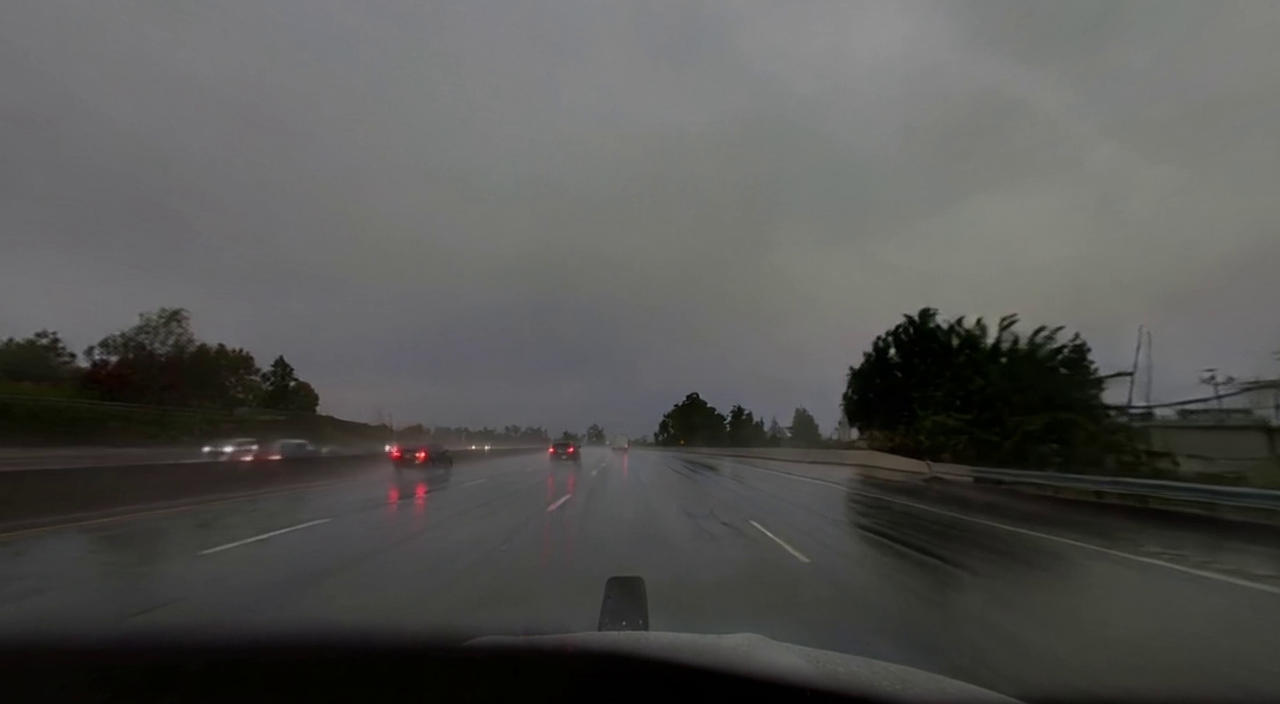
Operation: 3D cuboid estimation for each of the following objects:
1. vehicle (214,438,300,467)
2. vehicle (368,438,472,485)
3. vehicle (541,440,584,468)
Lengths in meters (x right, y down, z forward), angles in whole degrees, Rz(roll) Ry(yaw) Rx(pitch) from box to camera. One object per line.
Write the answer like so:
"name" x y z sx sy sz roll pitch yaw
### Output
"vehicle" -21.681 5.677 35.955 2.052 1.522 4.609 0 -8 -1
"vehicle" -7.626 3.829 22.434 2.038 1.463 4.656 0 -8 0
"vehicle" -4.246 5.689 35.323 1.936 1.465 4.060 0 -8 -1
